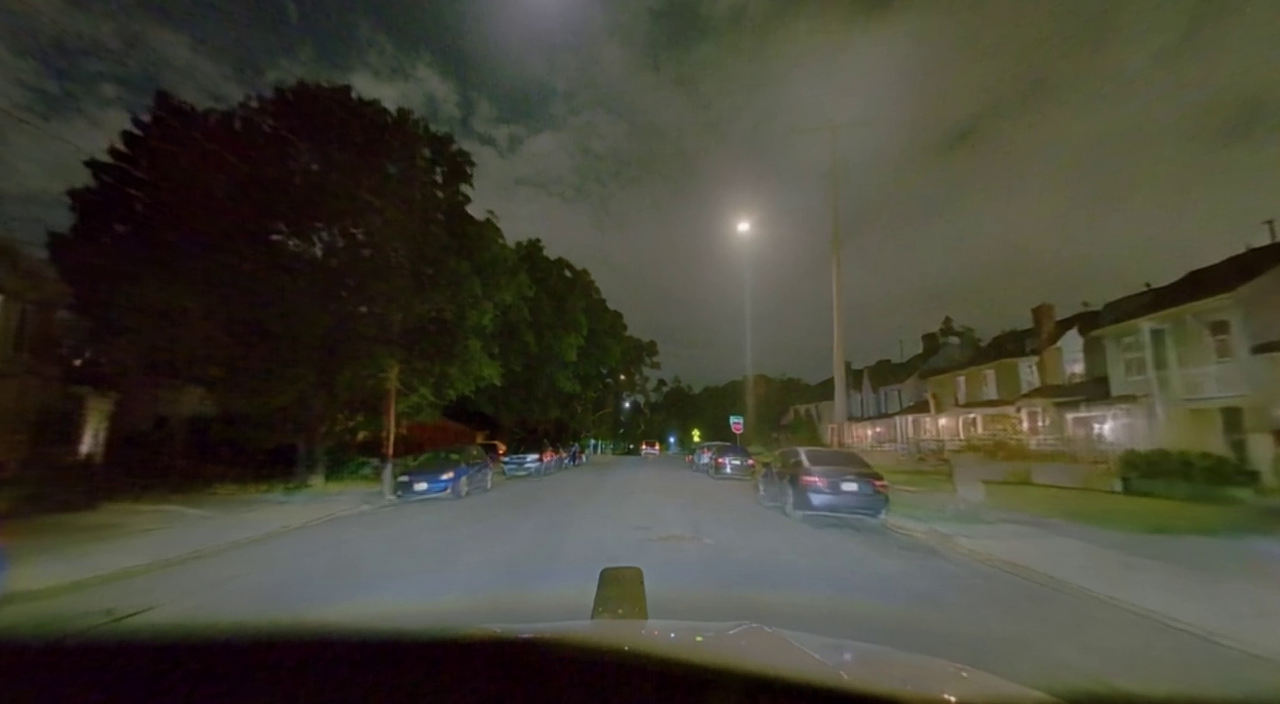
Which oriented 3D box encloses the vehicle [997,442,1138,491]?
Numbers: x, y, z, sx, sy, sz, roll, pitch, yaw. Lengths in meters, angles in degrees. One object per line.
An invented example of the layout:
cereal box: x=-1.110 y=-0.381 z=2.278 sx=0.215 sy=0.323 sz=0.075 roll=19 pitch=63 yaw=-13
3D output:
vehicle: x=14.661 y=3.915 z=21.576 sx=3.992 sy=1.517 sz=1.764 roll=4 pitch=-9 yaw=-15

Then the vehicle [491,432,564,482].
vehicle: x=-4.710 y=4.481 z=27.130 sx=2.162 sy=1.857 sz=4.758 roll=2 pitch=-8 yaw=1

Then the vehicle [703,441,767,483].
vehicle: x=3.744 y=4.412 z=25.471 sx=1.987 sy=1.518 sz=4.686 roll=0 pitch=-8 yaw=2

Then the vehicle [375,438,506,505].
vehicle: x=-5.214 y=3.156 z=17.167 sx=1.872 sy=1.515 sz=4.535 roll=1 pitch=-8 yaw=3

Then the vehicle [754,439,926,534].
vehicle: x=3.629 y=2.499 z=12.389 sx=1.871 sy=1.514 sz=4.553 roll=0 pitch=-8 yaw=0
